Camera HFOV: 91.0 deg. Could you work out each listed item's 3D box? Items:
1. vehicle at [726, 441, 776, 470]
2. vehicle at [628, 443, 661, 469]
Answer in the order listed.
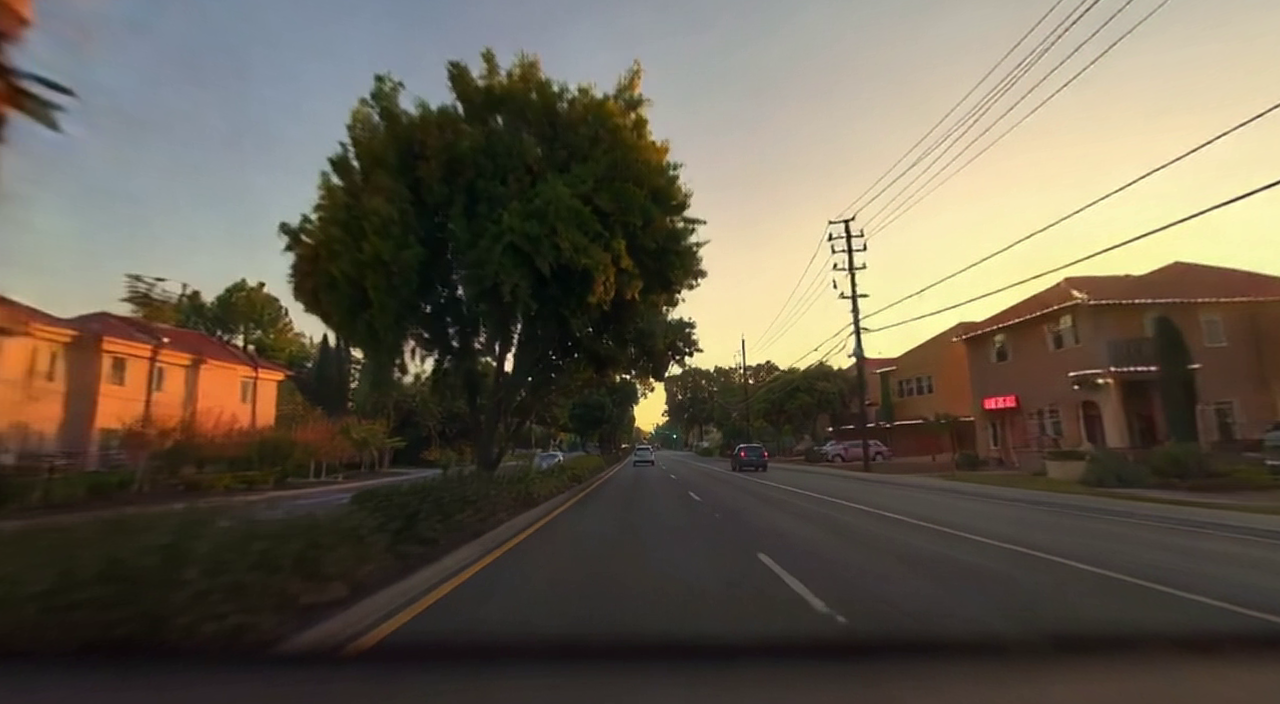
[{"bbox_3d":[6.812,6.409,39.138,2.252,1.718,4.617,0,-9,0],"label":"vehicle"},{"bbox_3d":[0.296,7.087,43.100,2.138,1.702,4.168,0,-9,1],"label":"vehicle"}]
